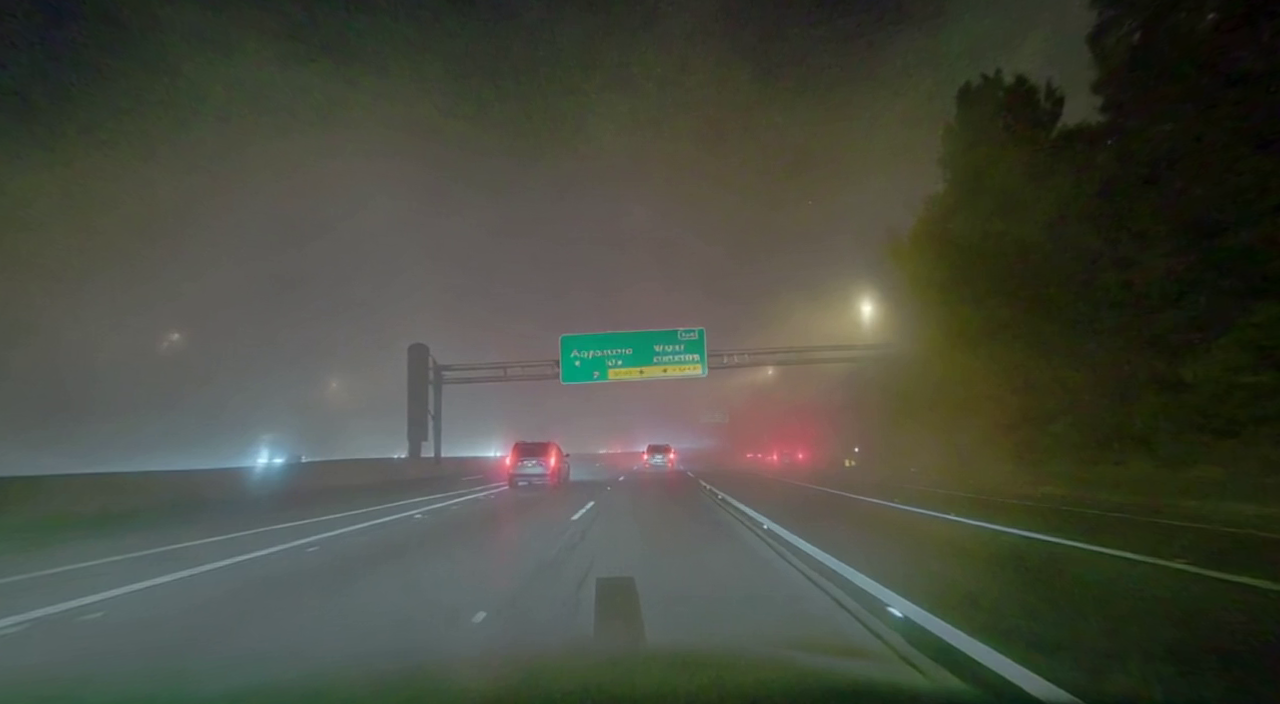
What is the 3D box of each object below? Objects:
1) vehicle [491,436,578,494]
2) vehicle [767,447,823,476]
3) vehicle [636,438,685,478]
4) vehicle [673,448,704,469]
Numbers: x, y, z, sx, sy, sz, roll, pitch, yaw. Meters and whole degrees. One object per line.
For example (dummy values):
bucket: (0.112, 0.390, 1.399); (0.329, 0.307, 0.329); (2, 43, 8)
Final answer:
vehicle: (-3.446, 3.795, 21.516); (2.142, 1.759, 4.297); (0, -9, 1)
vehicle: (8.346, 5.938, 34.316); (1.936, 1.480, 4.373); (0, -9, 0)
vehicle: (1.022, 5.378, 32.066); (2.270, 1.862, 4.949); (0, -9, 1)
vehicle: (3.707, 8.294, 49.181); (2.131, 1.556, 4.310); (0, -9, 1)
